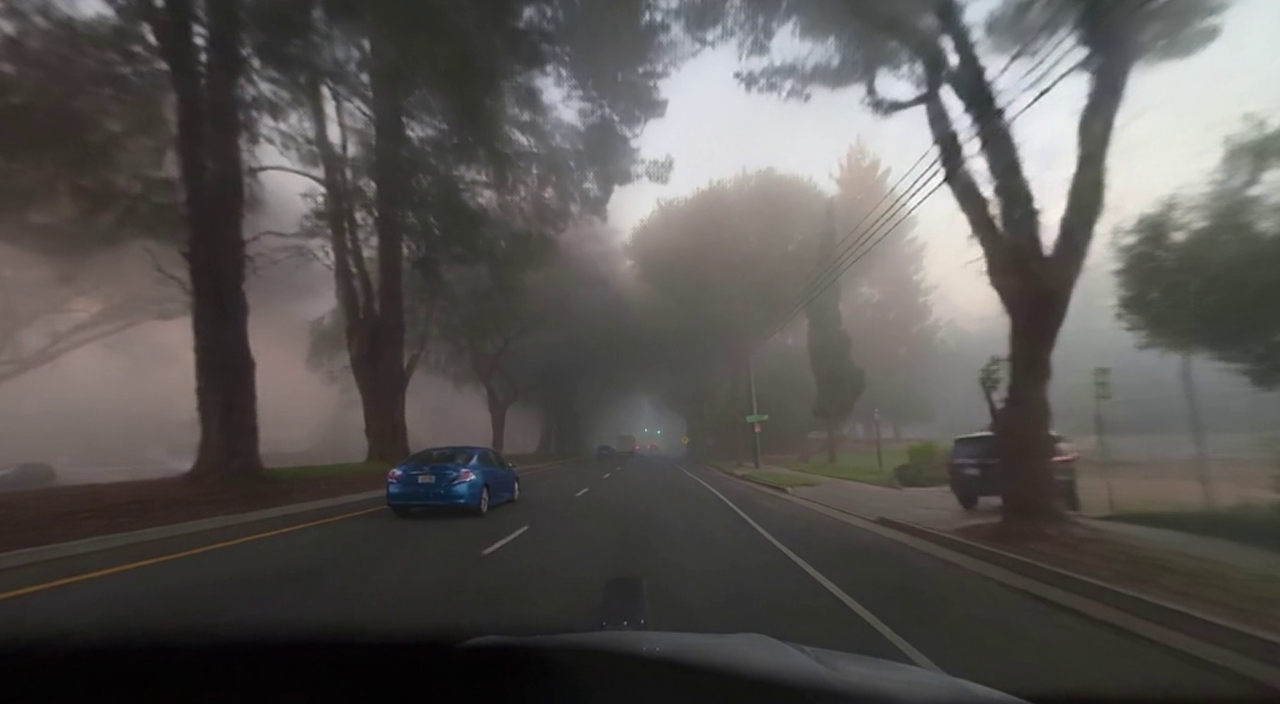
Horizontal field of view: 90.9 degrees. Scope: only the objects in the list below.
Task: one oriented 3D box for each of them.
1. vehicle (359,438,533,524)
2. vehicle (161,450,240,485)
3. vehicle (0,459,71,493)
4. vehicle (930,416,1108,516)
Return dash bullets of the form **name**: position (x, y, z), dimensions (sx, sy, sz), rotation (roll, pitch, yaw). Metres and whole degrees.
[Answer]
- **vehicle**: position (-3.723, 2.561, 13.105), dimensions (2.033, 1.454, 4.512), rotation (-1, -9, 2)
- **vehicle**: position (-31.739, 8.296, 45.734), dimensions (2.223, 1.991, 5.316), rotation (-5, -7, -4)
- **vehicle**: position (-31.844, 6.292, 32.300), dimensions (1.811, 1.550, 3.710), rotation (0, -9, 0)
- **vehicle**: position (7.165, 2.163, 12.264), dimensions (1.594, 1.688, 2.861), rotation (0, -9, -1)
